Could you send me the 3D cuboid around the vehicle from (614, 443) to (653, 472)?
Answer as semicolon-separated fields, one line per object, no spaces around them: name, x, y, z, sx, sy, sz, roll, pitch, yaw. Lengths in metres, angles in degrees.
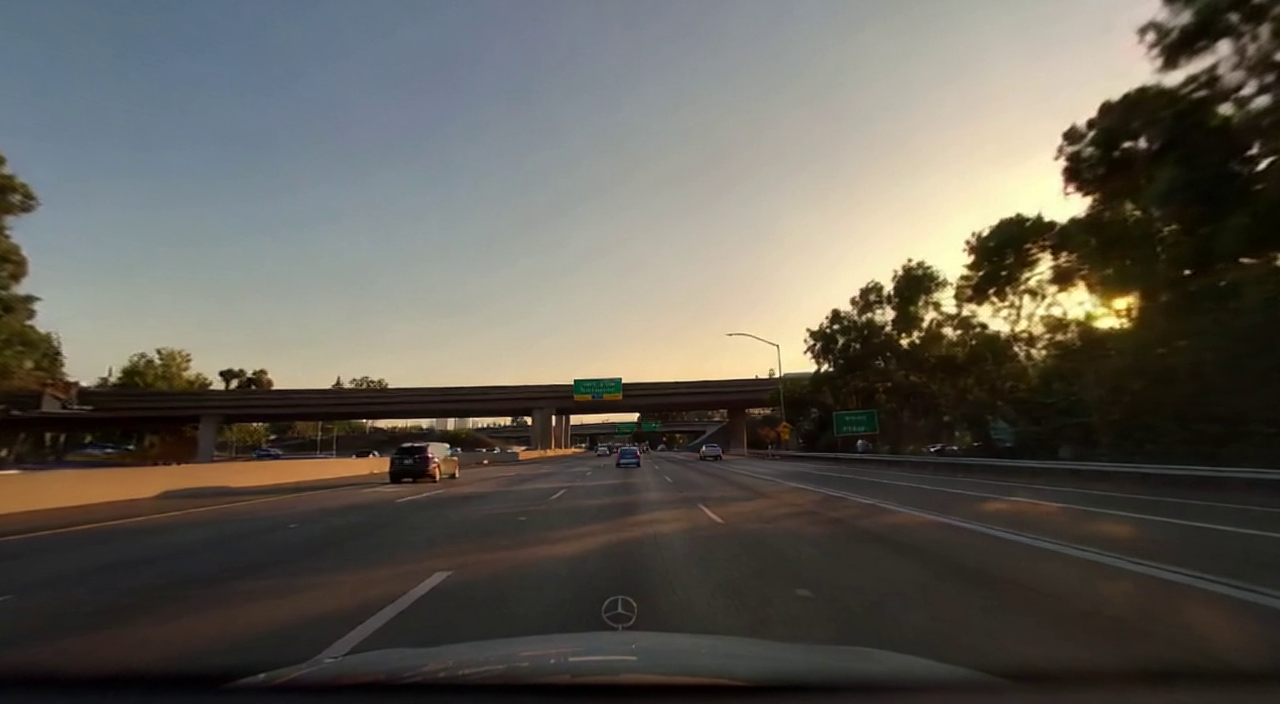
vehicle;-0.425;5.728;34.540;2.012;1.471;4.059;0;-8;-2

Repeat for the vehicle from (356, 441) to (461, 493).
vehicle;-7.611;3.798;21.278;1.957;1.554;4.350;0;-8;-1
